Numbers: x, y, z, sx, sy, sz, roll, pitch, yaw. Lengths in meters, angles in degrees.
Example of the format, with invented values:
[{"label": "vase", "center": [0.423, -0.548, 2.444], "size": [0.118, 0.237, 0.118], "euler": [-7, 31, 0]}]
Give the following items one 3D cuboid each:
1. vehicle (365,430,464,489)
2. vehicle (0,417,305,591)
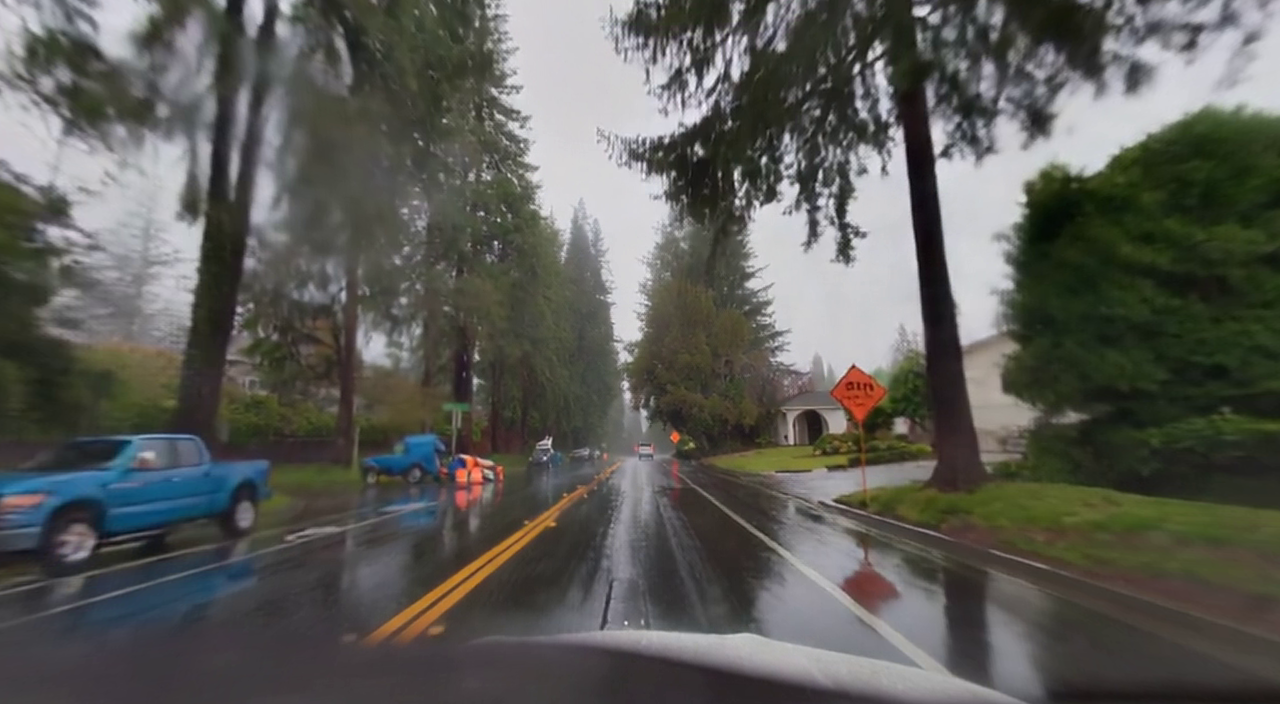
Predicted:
[{"label": "vehicle", "center": [-10.618, 5.052, 29.867], "size": [4.120, 2.628, 2.064], "euler": [3, -9, -18]}, {"label": "vehicle", "center": [-8.319, 2.277, 10.524], "size": [2.375, 2.016, 5.936], "euler": [-4, -7, -1]}]
